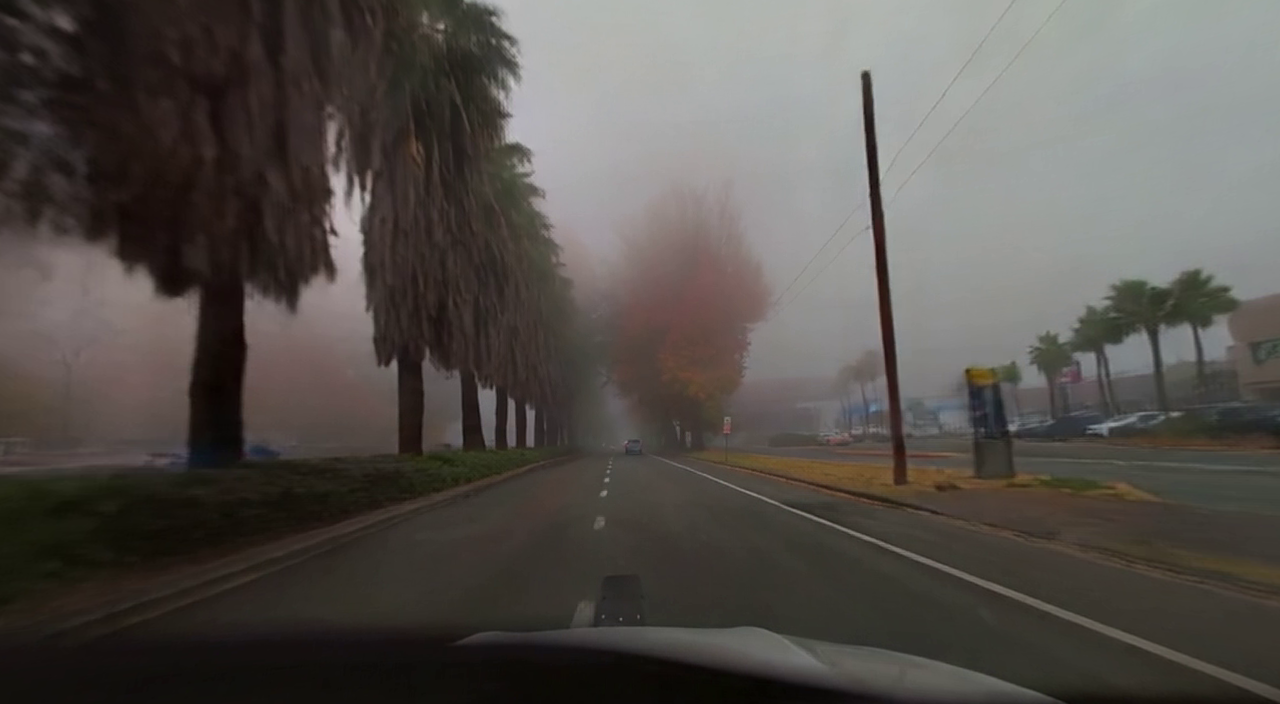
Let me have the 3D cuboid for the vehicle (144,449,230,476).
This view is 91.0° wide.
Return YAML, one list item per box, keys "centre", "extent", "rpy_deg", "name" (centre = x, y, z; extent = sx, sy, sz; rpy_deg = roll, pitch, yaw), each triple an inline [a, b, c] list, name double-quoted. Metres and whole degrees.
- centre: [-26.534, 6.463, 37.112]
  extent: [1.915, 1.485, 4.389]
  rpy_deg: [1, -9, -2]
  name: "vehicle"

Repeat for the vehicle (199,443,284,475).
- centre: [-22.714, 6.085, 36.131]
  extent: [1.994, 1.652, 4.570]
  rpy_deg: [1, -9, -3]
  name: "vehicle"
